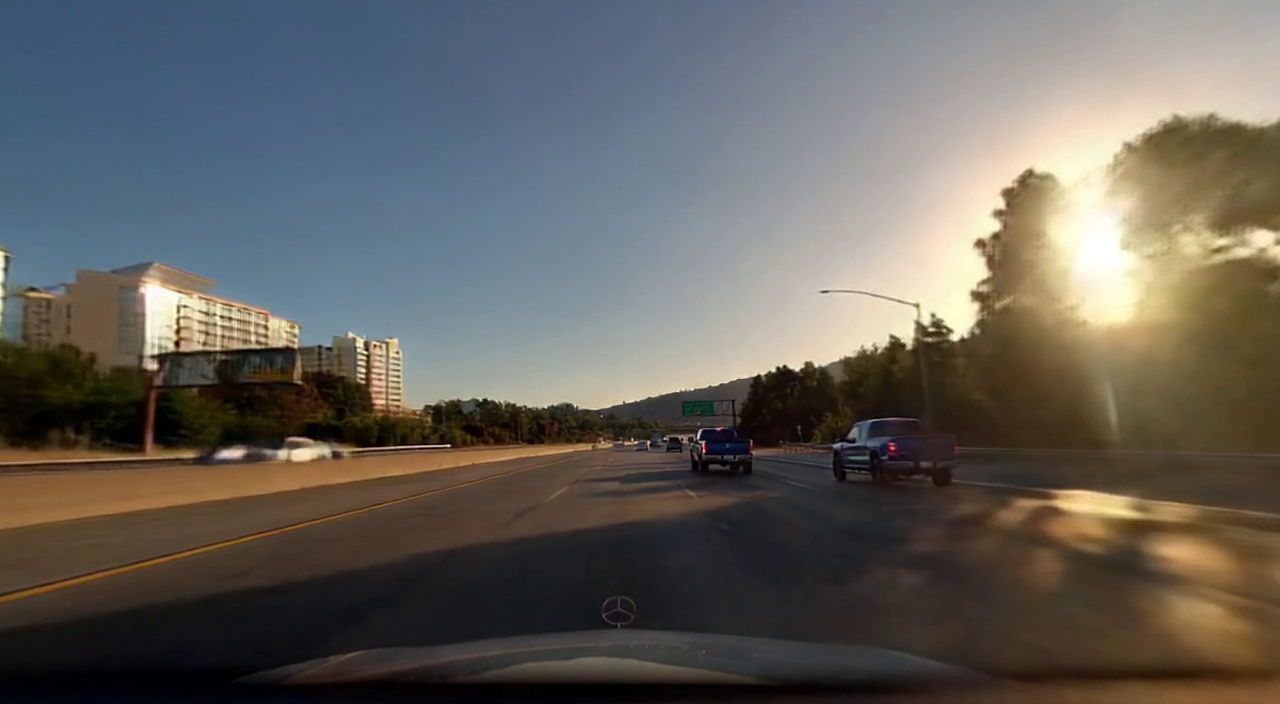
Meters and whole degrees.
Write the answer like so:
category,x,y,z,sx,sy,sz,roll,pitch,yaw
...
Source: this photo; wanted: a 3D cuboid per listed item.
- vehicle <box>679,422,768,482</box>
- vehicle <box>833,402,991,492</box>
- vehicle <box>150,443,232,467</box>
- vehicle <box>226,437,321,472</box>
category,x,y,z,sx,sy,sz,roll,pitch,yaw
vehicle,2.920,3.677,23.376,2.462,1.984,4.718,0,-9,-2
vehicle,7.750,2.813,18.796,2.158,2.268,5.396,0,-9,-1
vehicle,-29.539,6.805,41.764,1.834,1.479,4.581,-1,-9,4
vehicle,-19.273,5.415,33.519,2.108,1.729,4.754,0,-9,0
